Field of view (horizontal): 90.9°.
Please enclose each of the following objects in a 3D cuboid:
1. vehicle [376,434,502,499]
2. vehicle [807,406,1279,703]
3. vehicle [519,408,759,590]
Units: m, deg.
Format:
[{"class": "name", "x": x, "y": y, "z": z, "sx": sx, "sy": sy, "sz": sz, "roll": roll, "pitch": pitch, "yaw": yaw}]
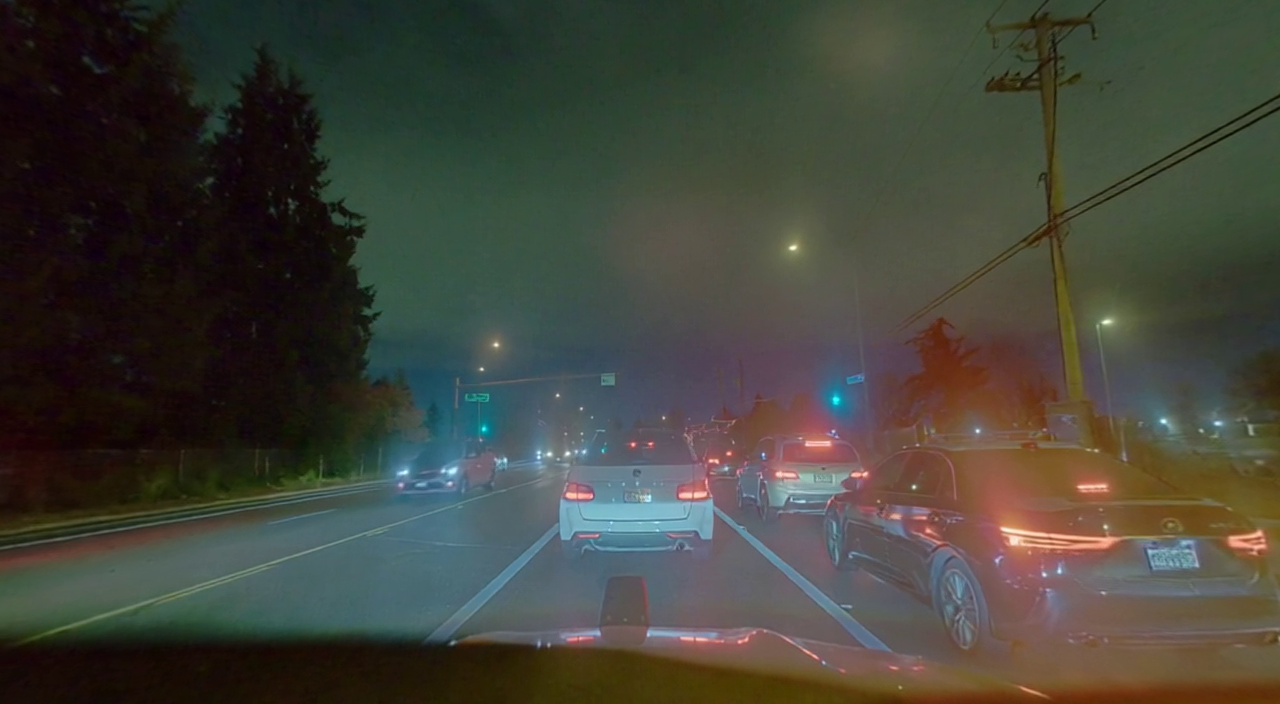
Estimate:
[{"class": "vehicle", "x": -6.051, "y": 3.494, "z": 19.719, "sx": 2.253, "sy": 1.751, "sz": 4.700, "roll": -1, "pitch": -8, "yaw": 1}, {"class": "vehicle", "x": 2.889, "y": 1.305, "z": 4.993, "sx": 1.950, "sy": 1.487, "sz": 4.275, "roll": 0, "pitch": -8, "yaw": 0}, {"class": "vehicle", "x": 0.006, "y": 1.660, "z": 7.922, "sx": 2.200, "sy": 1.653, "sz": 4.127, "roll": 0, "pitch": -8, "yaw": 1}]
